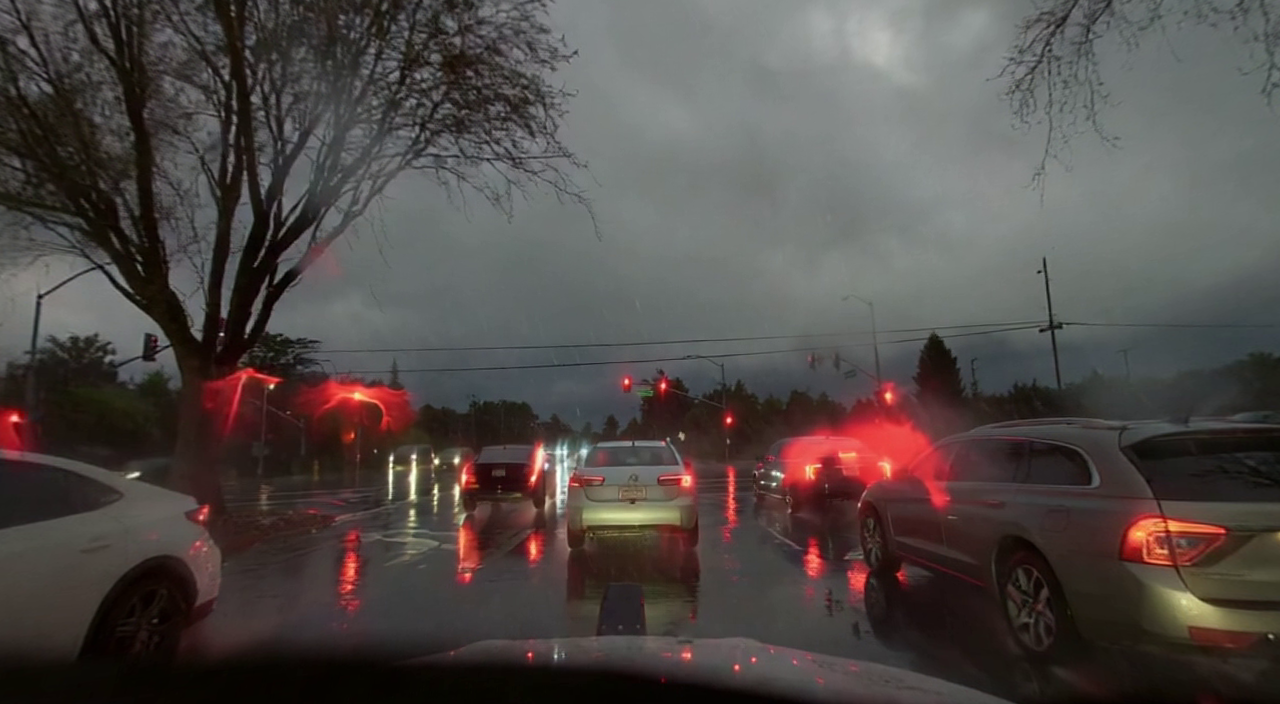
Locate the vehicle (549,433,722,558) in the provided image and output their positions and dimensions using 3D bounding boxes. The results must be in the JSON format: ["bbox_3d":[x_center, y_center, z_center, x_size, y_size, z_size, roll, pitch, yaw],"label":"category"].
[{"bbox_3d":[-0.071,2.008,9.594,2.061,1.470,3.970,0,-8,0],"label":"vehicle"}]

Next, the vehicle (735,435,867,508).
[{"bbox_3d":[3.652,2.779,15.246,1.922,1.472,4.440,0,-8,-1],"label":"vehicle"}]

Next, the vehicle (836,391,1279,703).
[{"bbox_3d":[3.395,1.305,5.411,1.933,1.564,4.600,0,-8,0],"label":"vehicle"}]

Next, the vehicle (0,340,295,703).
[{"bbox_3d":[-3.654,0.836,2.542,2.047,1.764,4.369,0,-8,0],"label":"vehicle"}]

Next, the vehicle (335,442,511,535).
[{"bbox_3d":[-3.919,2.503,12.335,1.919,1.459,4.371,0,-8,-1],"label":"vehicle"}]
